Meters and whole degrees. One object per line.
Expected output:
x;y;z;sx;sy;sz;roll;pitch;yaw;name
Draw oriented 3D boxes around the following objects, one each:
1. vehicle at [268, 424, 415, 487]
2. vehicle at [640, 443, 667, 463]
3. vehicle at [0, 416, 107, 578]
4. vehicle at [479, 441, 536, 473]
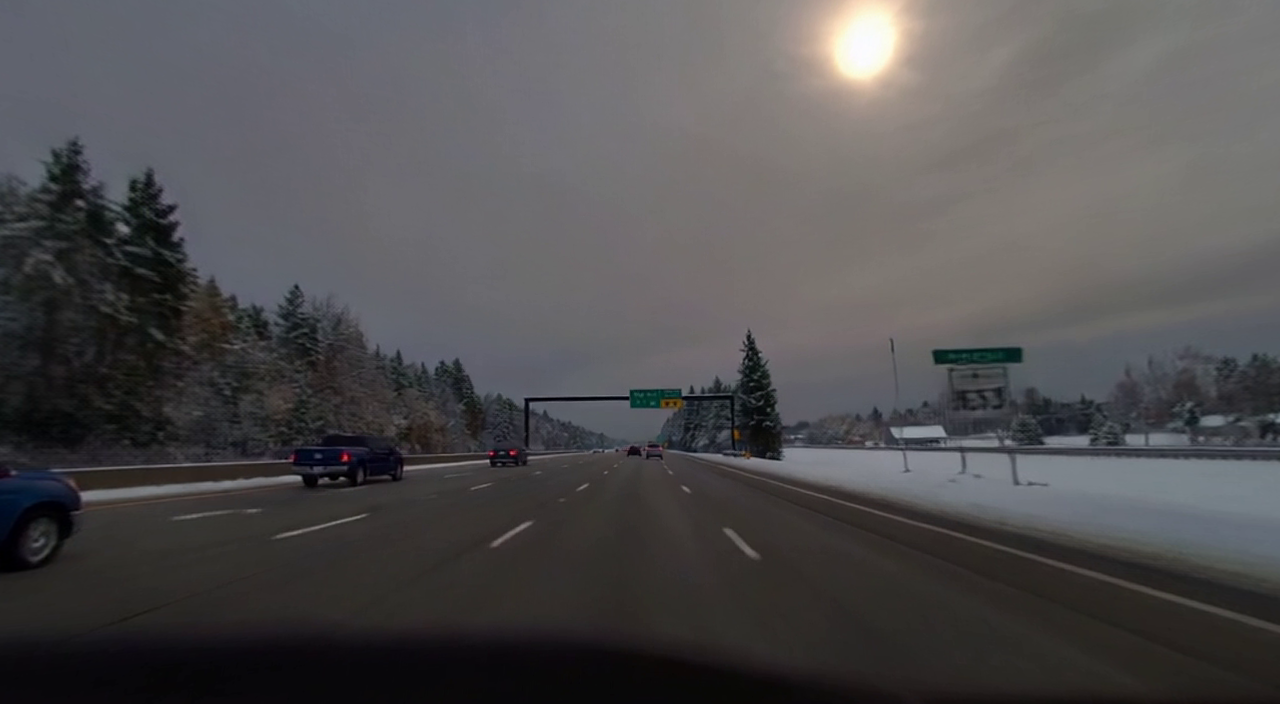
-10.630;3.733;23.144;2.347;1.984;5.778;0;-8;2;vehicle
1.067;7.751;48.482;1.984;1.471;4.202;0;-8;1;vehicle
-7.271;1.246;4.984;1.965;1.567;4.686;0;-8;1;vehicle
-6.690;5.323;32.198;1.919;1.499;4.234;0;-8;1;vehicle
